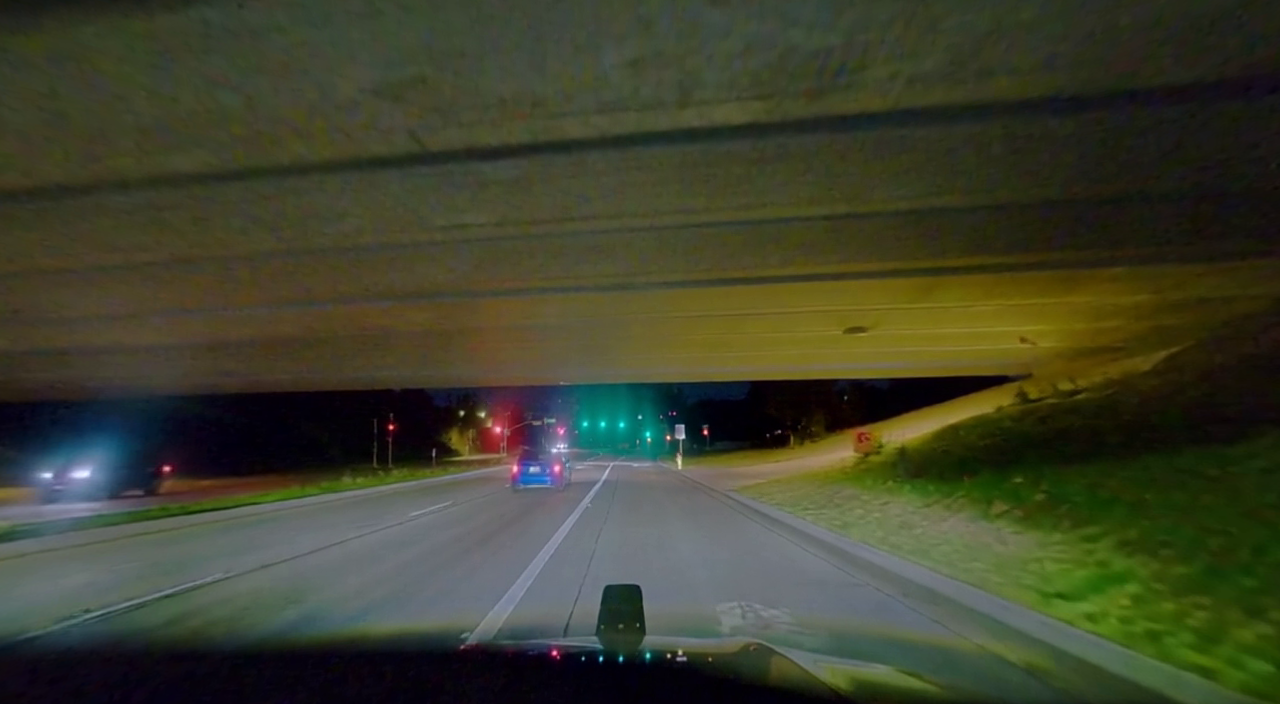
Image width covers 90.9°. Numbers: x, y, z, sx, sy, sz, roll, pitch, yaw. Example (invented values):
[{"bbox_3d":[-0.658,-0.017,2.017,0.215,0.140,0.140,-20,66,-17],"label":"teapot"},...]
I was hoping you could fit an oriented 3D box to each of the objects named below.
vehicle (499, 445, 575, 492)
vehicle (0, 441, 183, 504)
[{"bbox_3d":[-3.467,4.020,22.113,1.963,1.460,4.614,0,-9,-1],"label":"vehicle"},{"bbox_3d":[-18.102,3.930,20.986,2.196,1.834,4.766,0,-9,-1],"label":"vehicle"}]
